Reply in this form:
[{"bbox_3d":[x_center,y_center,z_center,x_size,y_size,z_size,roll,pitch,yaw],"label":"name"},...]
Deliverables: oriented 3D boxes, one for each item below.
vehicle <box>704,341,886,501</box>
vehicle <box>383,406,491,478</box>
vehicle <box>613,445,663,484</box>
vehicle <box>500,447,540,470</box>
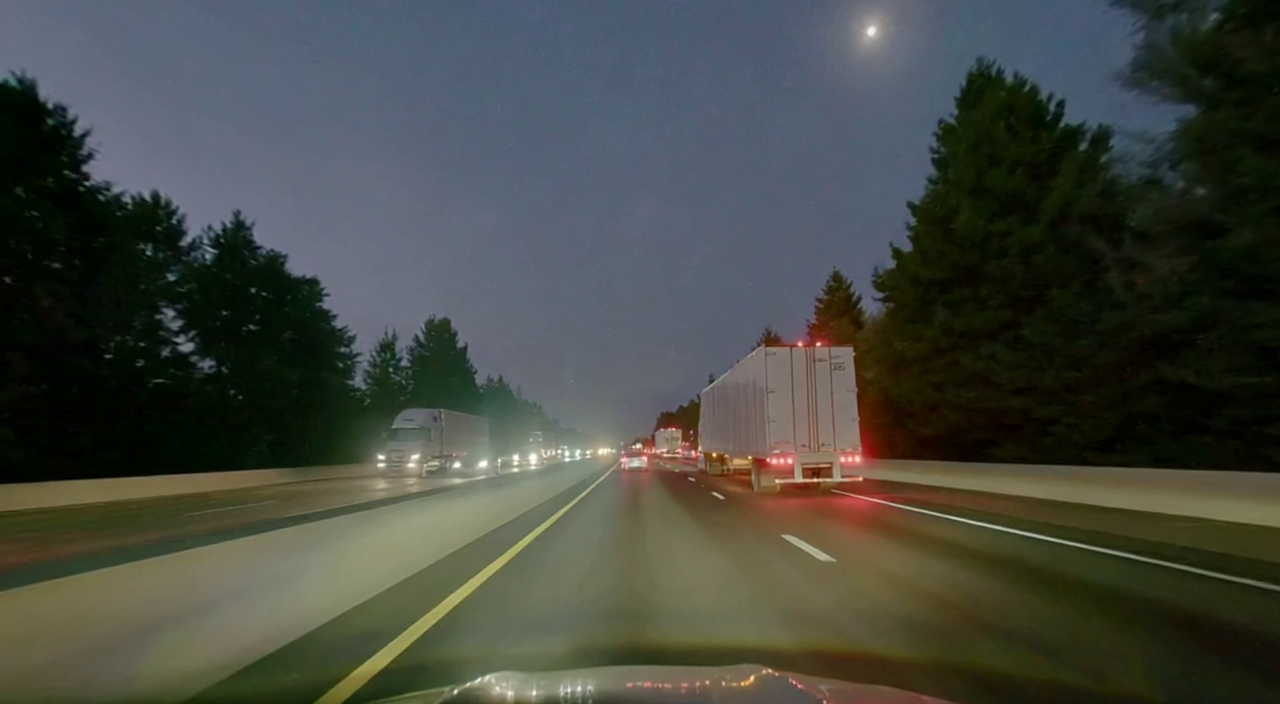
[{"bbox_3d":[4.638,2.803,23.066,2.842,4.060,13.939,0,-9,-1],"label":"vehicle"},{"bbox_3d":[-13.260,6.253,43.062,2.880,4.084,13.982,0,-9,0],"label":"vehicle"},{"bbox_3d":[-0.077,4.633,26.210,1.939,1.495,3.612,0,-9,0],"label":"vehicle"},{"bbox_3d":[-8.663,7.704,45.723,1.993,1.515,4.232,0,-9,1],"label":"vehicle"}]
